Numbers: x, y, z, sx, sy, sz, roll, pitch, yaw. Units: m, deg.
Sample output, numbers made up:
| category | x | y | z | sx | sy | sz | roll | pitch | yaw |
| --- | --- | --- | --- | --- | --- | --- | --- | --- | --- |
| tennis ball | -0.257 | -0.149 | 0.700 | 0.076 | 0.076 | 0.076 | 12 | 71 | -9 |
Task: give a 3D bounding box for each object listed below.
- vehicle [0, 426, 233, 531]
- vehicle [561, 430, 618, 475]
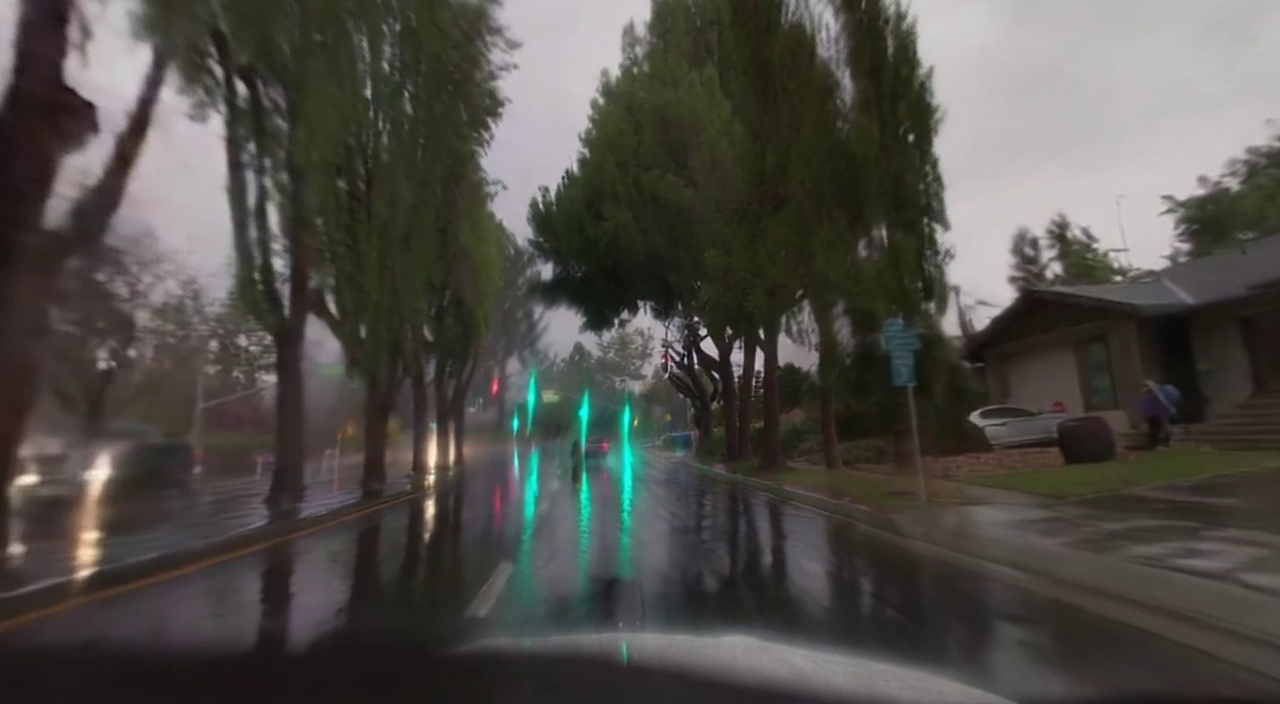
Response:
| category | x | y | z | sx | sy | sz | roll | pitch | yaw |
| --- | --- | --- | --- | --- | --- | --- | --- | --- | --- |
| vehicle | -12.380 | 2.847 | 14.982 | 2.259 | 1.973 | 5.712 | 1 | -8 | -8 |
| vehicle | -2.195 | 4.210 | 26.710 | 1.990 | 1.707 | 4.225 | 1 | -9 | -10 |
